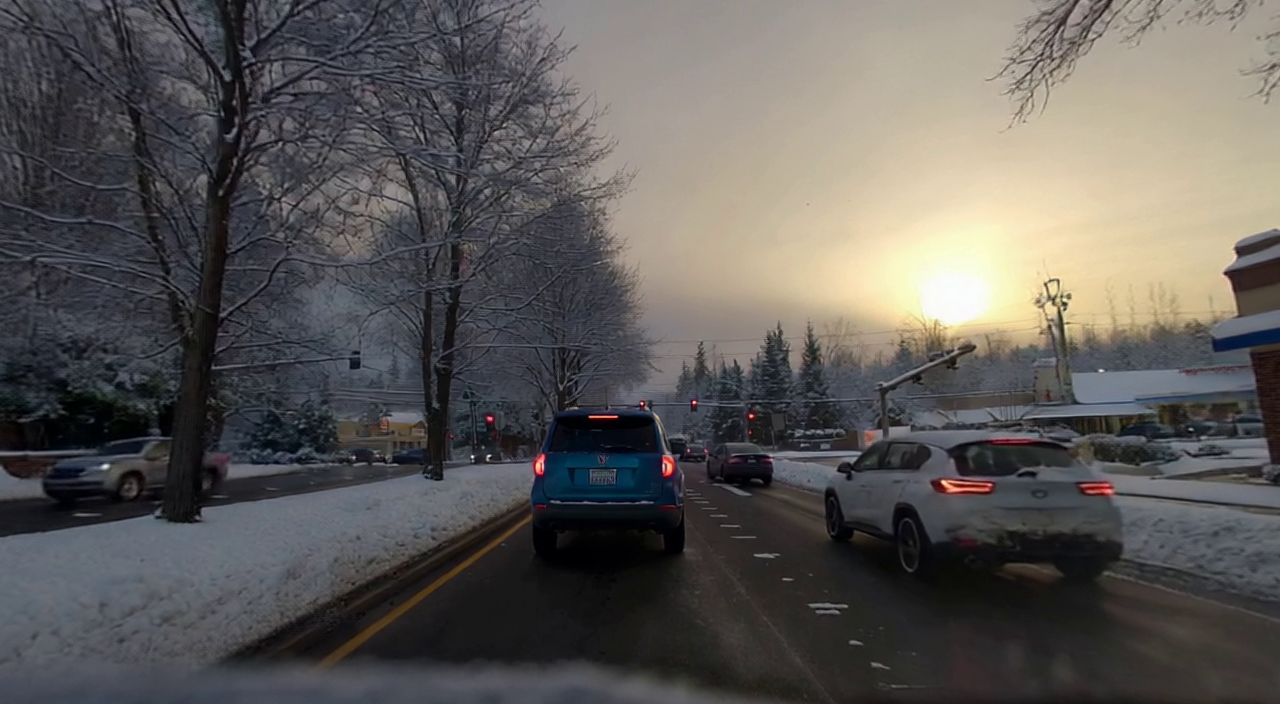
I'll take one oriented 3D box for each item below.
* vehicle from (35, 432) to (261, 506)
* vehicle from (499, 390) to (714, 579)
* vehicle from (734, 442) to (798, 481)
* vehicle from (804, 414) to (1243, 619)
[{"bbox_3d":[-12.765,3.049,16.958,2.108,1.683,4.861,0,-9,0],"label":"vehicle"},{"bbox_3d":[-0.299,1.644,8.606,2.096,1.837,4.687,0,-9,1],"label":"vehicle"},{"bbox_3d":[5.223,4.554,26.666,1.883,1.496,4.236,0,-9,1],"label":"vehicle"},{"bbox_3d":[3.570,1.618,7.303,2.098,1.555,4.778,0,-9,0],"label":"vehicle"}]
